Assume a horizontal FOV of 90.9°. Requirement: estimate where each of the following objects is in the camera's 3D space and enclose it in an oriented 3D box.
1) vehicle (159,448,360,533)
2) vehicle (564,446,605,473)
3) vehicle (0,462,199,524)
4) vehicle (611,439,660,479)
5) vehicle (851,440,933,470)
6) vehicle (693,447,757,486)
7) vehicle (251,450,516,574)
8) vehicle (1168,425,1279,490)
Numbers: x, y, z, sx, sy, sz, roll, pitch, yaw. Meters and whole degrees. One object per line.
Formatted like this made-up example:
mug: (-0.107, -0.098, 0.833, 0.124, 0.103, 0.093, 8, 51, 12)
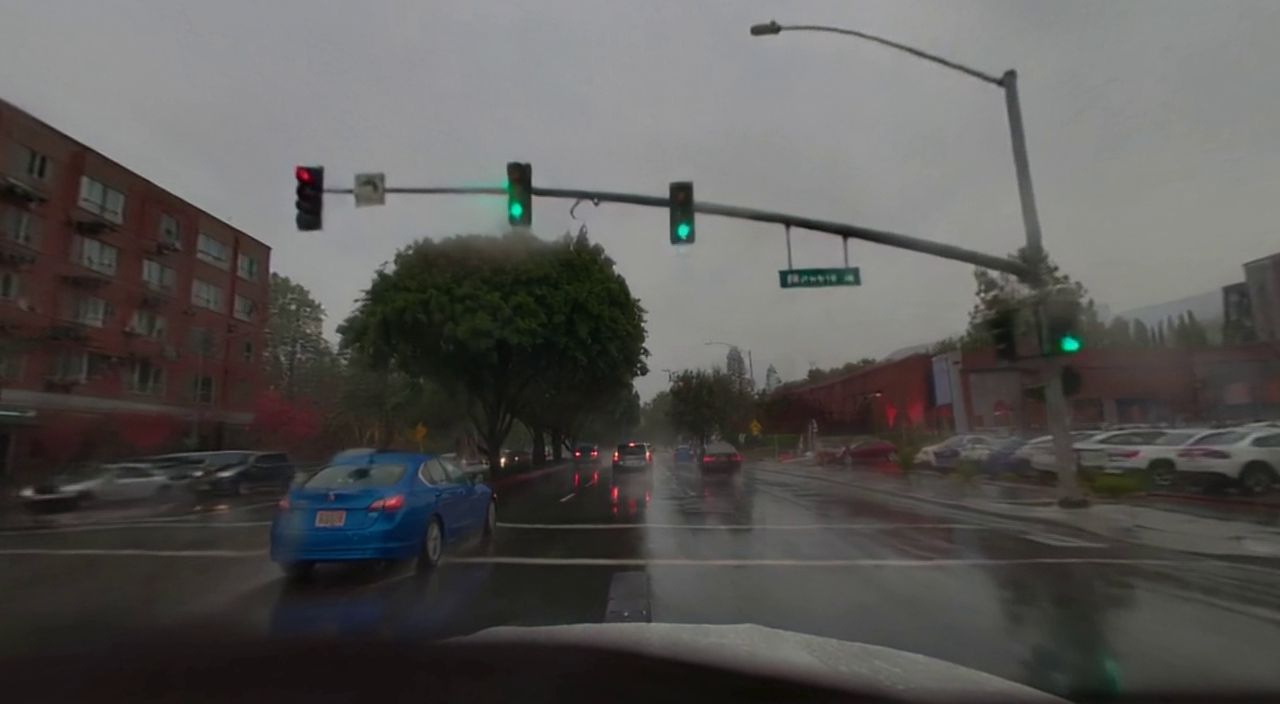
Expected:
vehicle: (-8.978, 3.244, 15.512, 2.059, 1.559, 4.709, -4, -8, 0)
vehicle: (-3.463, 6.774, 39.952, 2.130, 1.645, 3.995, -1, -9, 1)
vehicle: (-16.324, 4.212, 19.331, 2.141, 1.510, 4.759, 0, -9, 0)
vehicle: (-0.204, 5.522, 32.778, 2.361, 1.898, 4.465, 0, -9, 0)
vehicle: (15.921, 6.516, 39.996, 4.255, 1.520, 1.900, -4, -8, 1)
vehicle: (3.465, 4.756, 26.588, 2.058, 1.472, 4.317, 0, -9, -1)
vehicle: (-3.323, 2.138, 9.192, 2.115, 1.369, 3.908, -1, -9, 2)
vehicle: (16.240, 2.613, 15.826, 3.817, 1.486, 2.309, -1, -9, 2)
